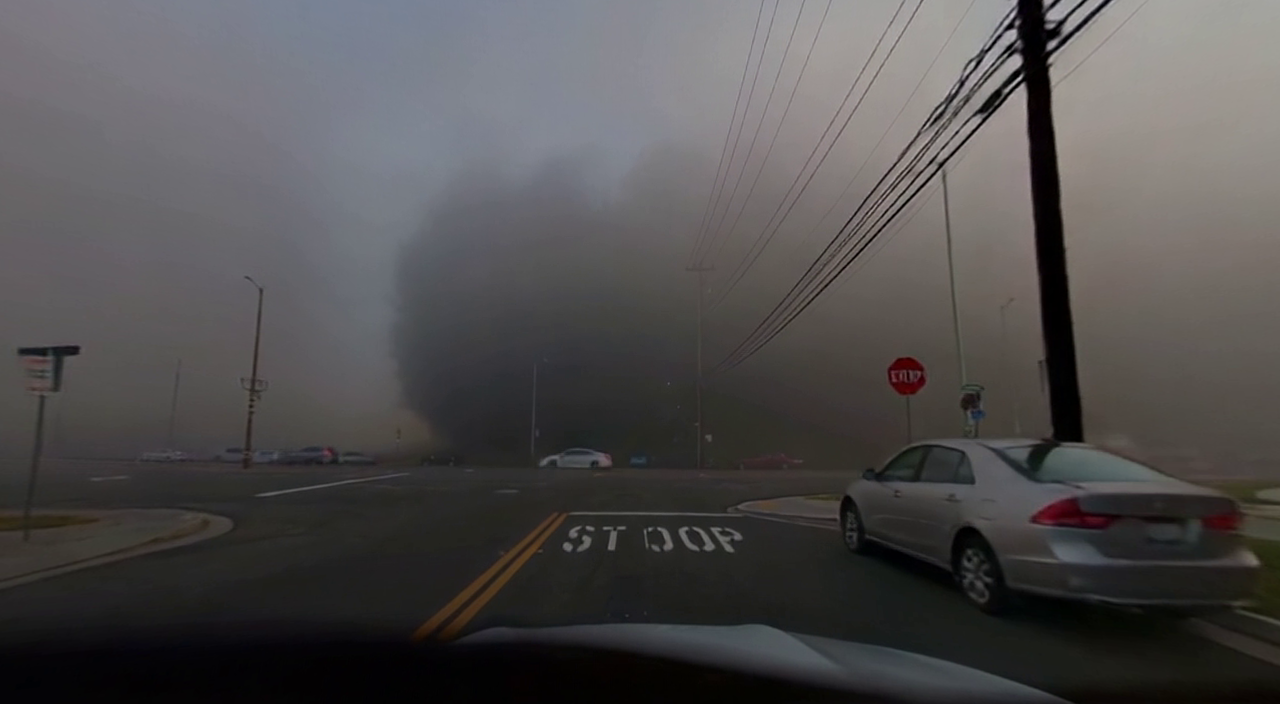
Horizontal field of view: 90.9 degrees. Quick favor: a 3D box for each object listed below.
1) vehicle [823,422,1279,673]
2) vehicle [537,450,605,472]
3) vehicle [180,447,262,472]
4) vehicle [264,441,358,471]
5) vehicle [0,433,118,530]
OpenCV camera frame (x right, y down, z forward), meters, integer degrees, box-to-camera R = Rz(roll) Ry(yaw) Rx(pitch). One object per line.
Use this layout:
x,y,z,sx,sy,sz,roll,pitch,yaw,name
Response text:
3.623,1.537,6.281,2.041,1.495,4.815,0,-8,-1,vehicle
-5.042,8.049,46.717,4.869,1.517,1.819,0,-9,-3,vehicle
-30.325,7.784,45.725,4.440,1.671,2.036,0,-9,-2,vehicle
-20.542,6.514,39.494,4.689,1.803,1.958,0,-8,-2,vehicle
-12.248,2.164,10.943,4.351,1.496,2.029,2,-8,-7,vehicle
